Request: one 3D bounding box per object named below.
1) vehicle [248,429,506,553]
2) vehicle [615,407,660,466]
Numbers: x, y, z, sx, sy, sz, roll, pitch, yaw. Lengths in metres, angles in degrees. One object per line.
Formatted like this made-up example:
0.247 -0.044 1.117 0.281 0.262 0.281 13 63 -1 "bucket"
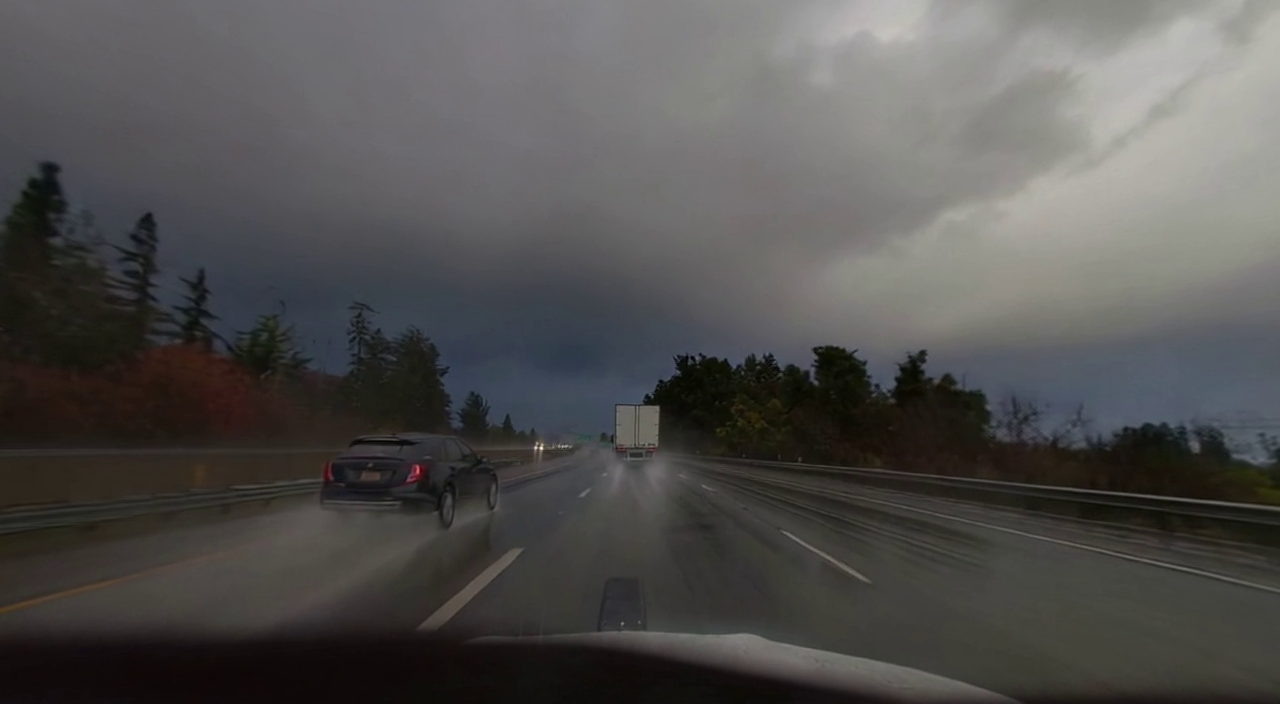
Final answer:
-3.734 2.072 10.143 2.080 1.488 4.781 0 -9 0 "vehicle"
-0.357 6.479 47.520 2.962 3.953 10.696 0 -9 -2 "vehicle"
